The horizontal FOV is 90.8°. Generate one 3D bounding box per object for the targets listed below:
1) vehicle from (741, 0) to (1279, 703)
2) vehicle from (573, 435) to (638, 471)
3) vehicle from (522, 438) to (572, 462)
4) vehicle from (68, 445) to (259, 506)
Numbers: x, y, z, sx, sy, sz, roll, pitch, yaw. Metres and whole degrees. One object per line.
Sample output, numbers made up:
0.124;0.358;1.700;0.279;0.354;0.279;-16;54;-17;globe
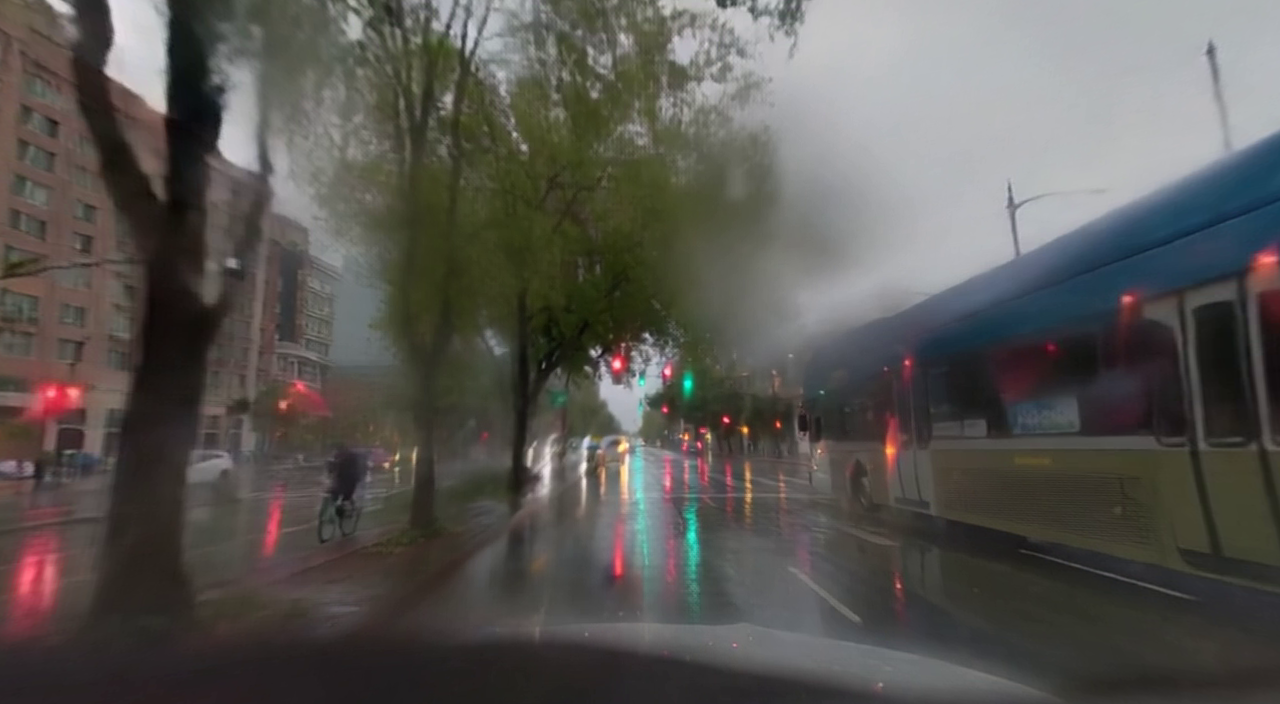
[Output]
3.301;-0.080;3.313;3.250;3.731;13.693;0;-8;0;vehicle
-1.674;4.621;29.110;2.123;1.544;4.158;2;-9;-15;vehicle
-6.101;6.365;41.075;2.036;1.467;3.979;4;-9;-26;vehicle
-14.405;3.724;19.476;1.816;1.490;4.417;-4;-7;17;vehicle
